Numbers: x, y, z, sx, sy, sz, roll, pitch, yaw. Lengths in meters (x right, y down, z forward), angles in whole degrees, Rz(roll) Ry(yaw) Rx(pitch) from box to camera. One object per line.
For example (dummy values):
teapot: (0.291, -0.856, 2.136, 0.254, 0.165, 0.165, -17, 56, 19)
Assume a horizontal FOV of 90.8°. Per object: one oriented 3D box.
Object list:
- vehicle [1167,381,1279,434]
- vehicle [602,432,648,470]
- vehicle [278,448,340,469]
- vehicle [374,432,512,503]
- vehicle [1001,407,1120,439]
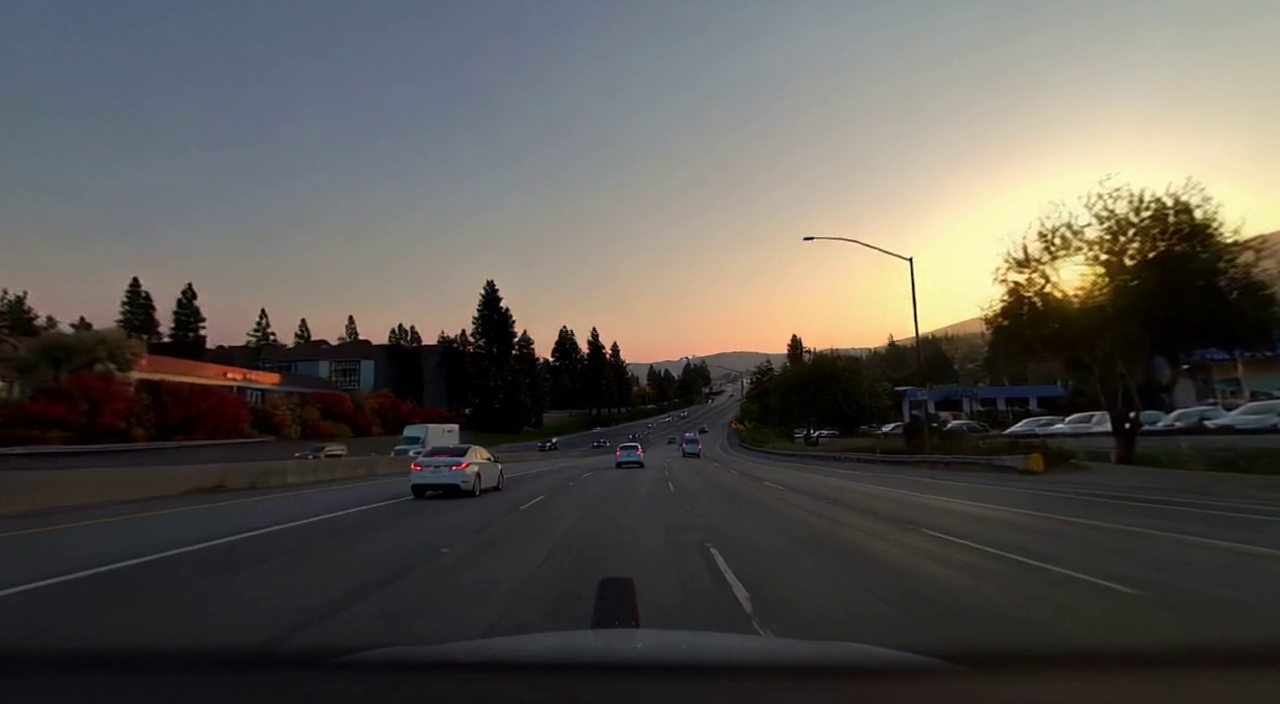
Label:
vehicle: (21.410, 1.997, 22.985, 3.961, 1.663, 1.906, 0, -7, -28)
vehicle: (-0.697, 5.232, 33.420, 2.155, 1.856, 4.796, 0, -9, 2)
vehicle: (-25.568, 8.221, 48.987, 1.872, 1.473, 4.725, -1, -9, 6)
vehicle: (-4.631, 2.785, 15.665, 1.907, 1.483, 4.562, 0, -9, 1)
vehicle: (20.703, 3.521, 31.232, 4.487, 1.477, 1.804, -1, -9, 4)
